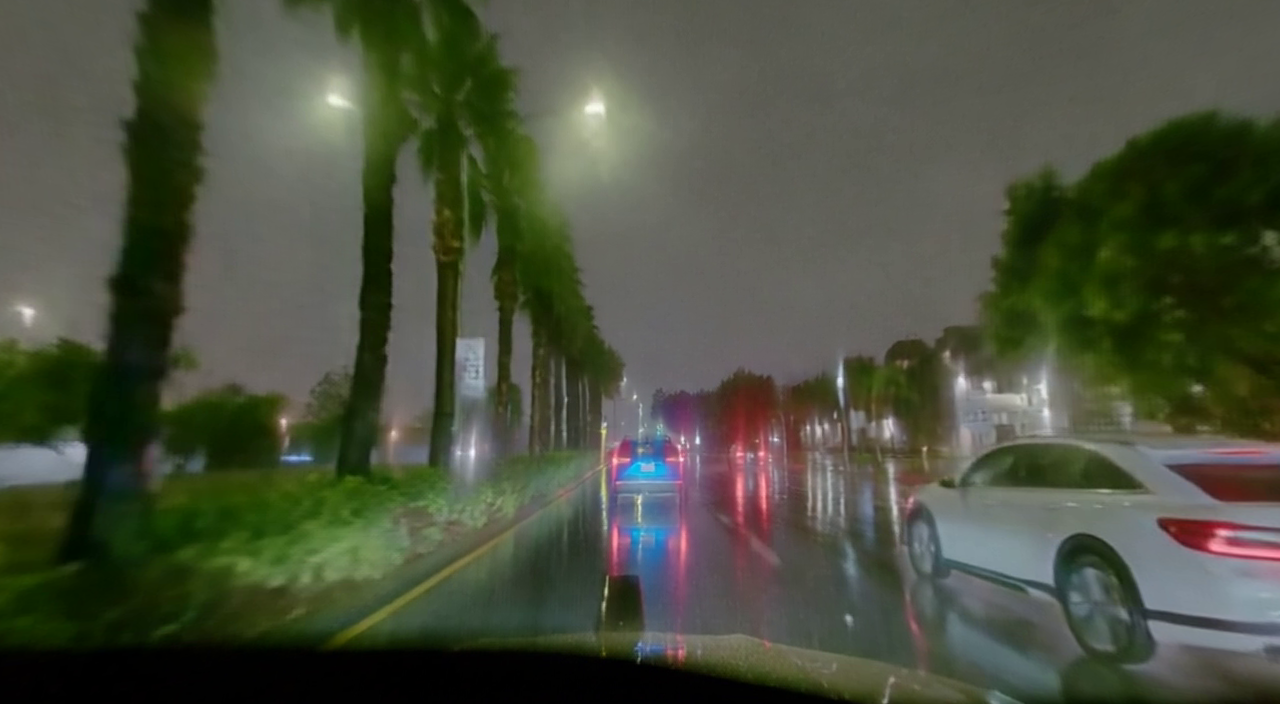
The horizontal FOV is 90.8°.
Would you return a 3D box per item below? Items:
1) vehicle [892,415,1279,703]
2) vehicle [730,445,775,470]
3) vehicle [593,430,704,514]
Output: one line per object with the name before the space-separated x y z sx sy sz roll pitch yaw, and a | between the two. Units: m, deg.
vehicle | 3.937 1.354 5.055 1.941 1.472 4.570 0 -9 0
vehicle | 6.961 6.572 39.579 1.930 1.457 4.267 0 -9 -2
vehicle | 0.144 2.765 15.085 2.239 1.693 4.301 0 -8 -1
